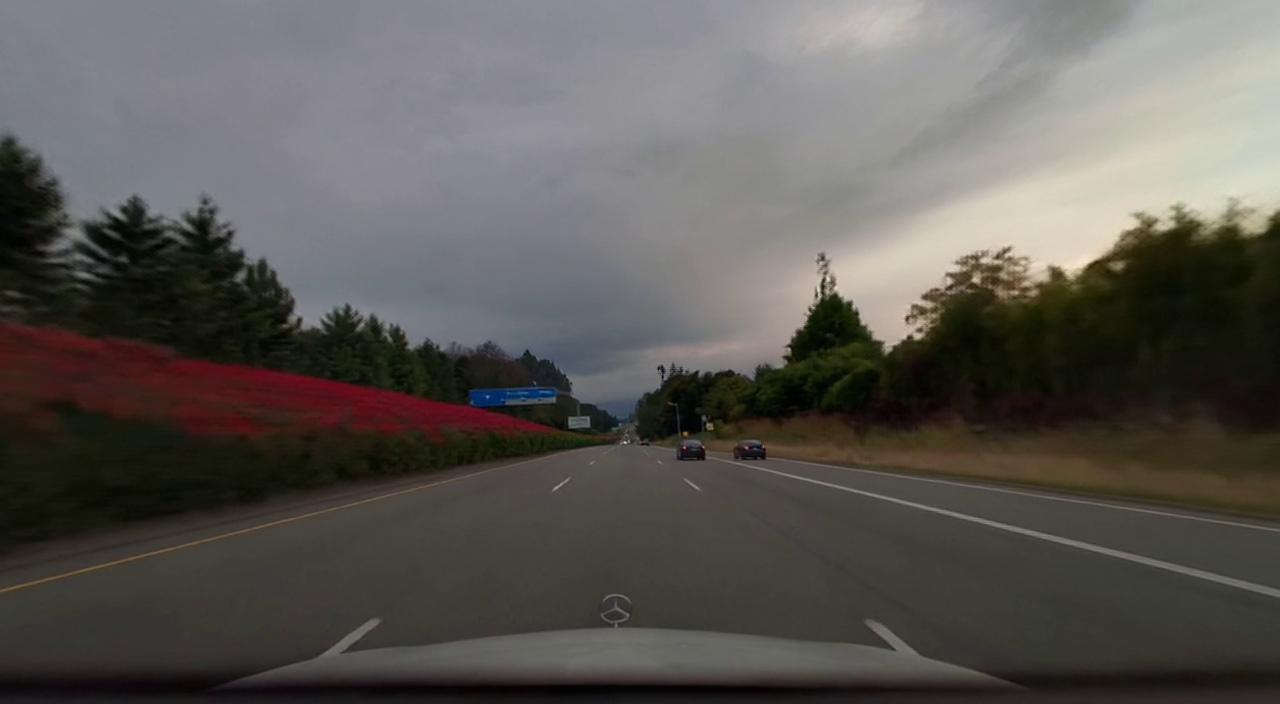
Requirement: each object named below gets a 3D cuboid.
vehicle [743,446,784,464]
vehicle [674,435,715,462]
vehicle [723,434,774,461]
[{"bbox_3d":[6.685,5.621,34.426,1.535,0.862,2.814,0,-8,-3],"label":"vehicle"},{"bbox_3d":[3.057,5.473,36.057,1.819,1.468,3.770,0,-8,-3],"label":"vehicle"},{"bbox_3d":[6.515,5.764,38.330,2.003,1.522,4.940,0,-8,-2],"label":"vehicle"}]
